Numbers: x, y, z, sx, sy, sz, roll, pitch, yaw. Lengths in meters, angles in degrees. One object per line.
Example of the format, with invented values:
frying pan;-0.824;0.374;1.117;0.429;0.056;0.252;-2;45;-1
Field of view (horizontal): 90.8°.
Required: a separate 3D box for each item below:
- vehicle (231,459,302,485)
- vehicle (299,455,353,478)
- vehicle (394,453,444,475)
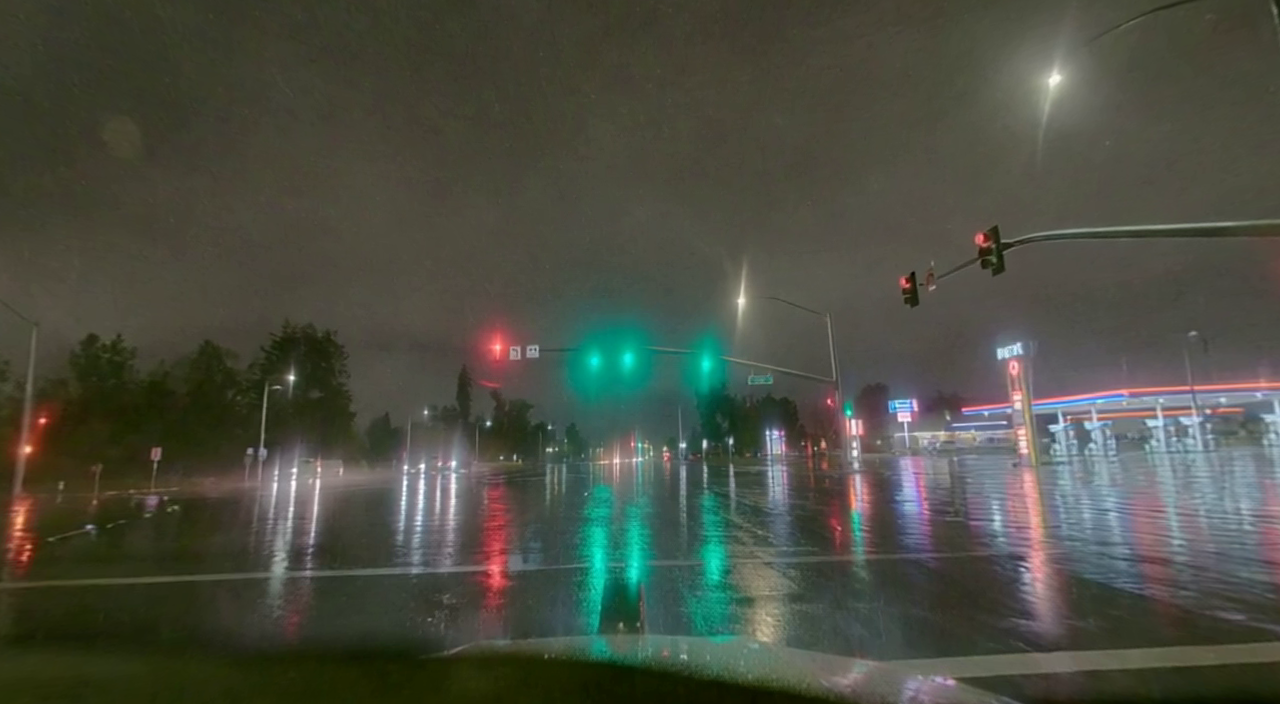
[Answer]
vehicle;-24.704;7.908;41.962;1.895;1.483;4.790;0;-9;-2
vehicle;-24.759;9.032;49.954;2.098;1.684;4.388;0;-9;-1
vehicle;-15.323;7.752;43.999;1.920;1.434;4.328;0;-9;0
